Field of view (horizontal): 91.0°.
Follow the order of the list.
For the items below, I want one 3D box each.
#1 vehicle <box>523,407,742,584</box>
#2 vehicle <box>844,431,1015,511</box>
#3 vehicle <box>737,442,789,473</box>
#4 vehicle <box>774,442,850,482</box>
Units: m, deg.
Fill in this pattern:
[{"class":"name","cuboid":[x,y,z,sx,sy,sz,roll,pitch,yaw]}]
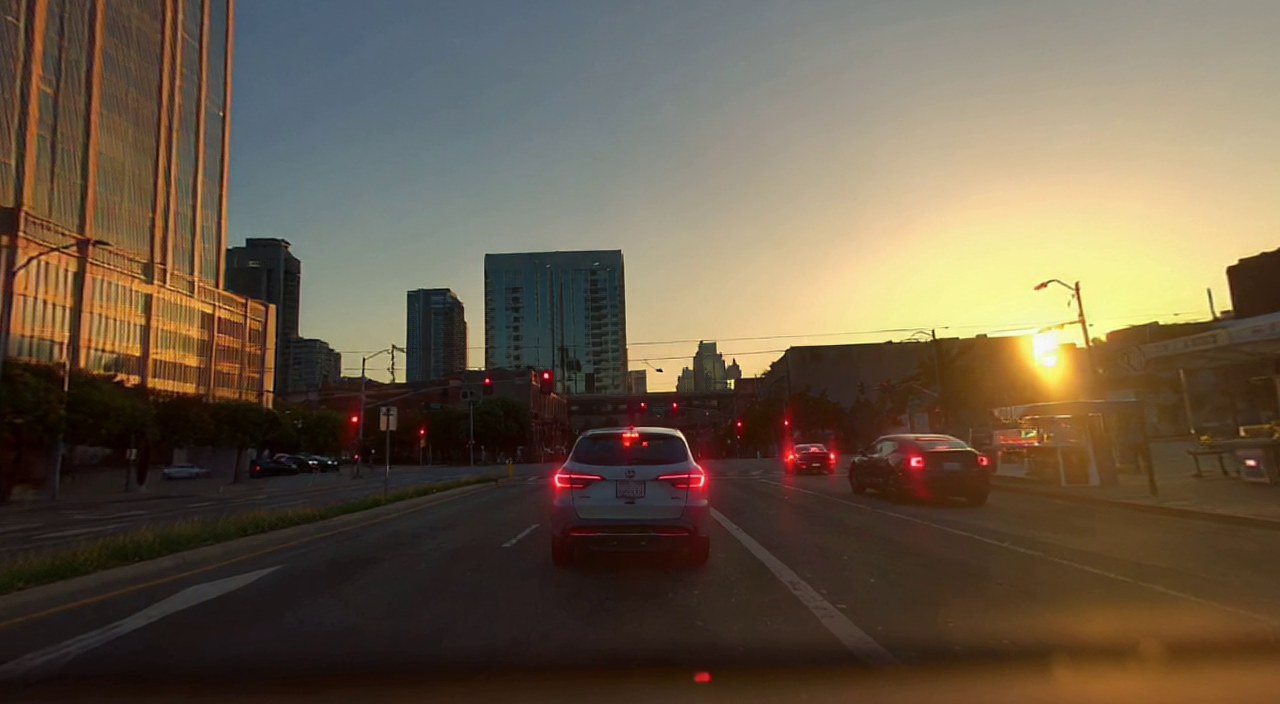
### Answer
[{"class":"vehicle","cuboid":[-0.059,1.689,8.134,2.115,1.700,3.901,0,-8,1]},{"class":"vehicle","cuboid":[6.768,2.824,15.428,2.072,1.652,4.611,0,-8,1]},{"class":"vehicle","cuboid":[6.307,5.462,32.711,1.961,1.477,4.454,0,-8,2]},{"class":"vehicle","cuboid":[6.859,4.420,25.553,1.833,1.452,4.237,0,-9,0]}]
